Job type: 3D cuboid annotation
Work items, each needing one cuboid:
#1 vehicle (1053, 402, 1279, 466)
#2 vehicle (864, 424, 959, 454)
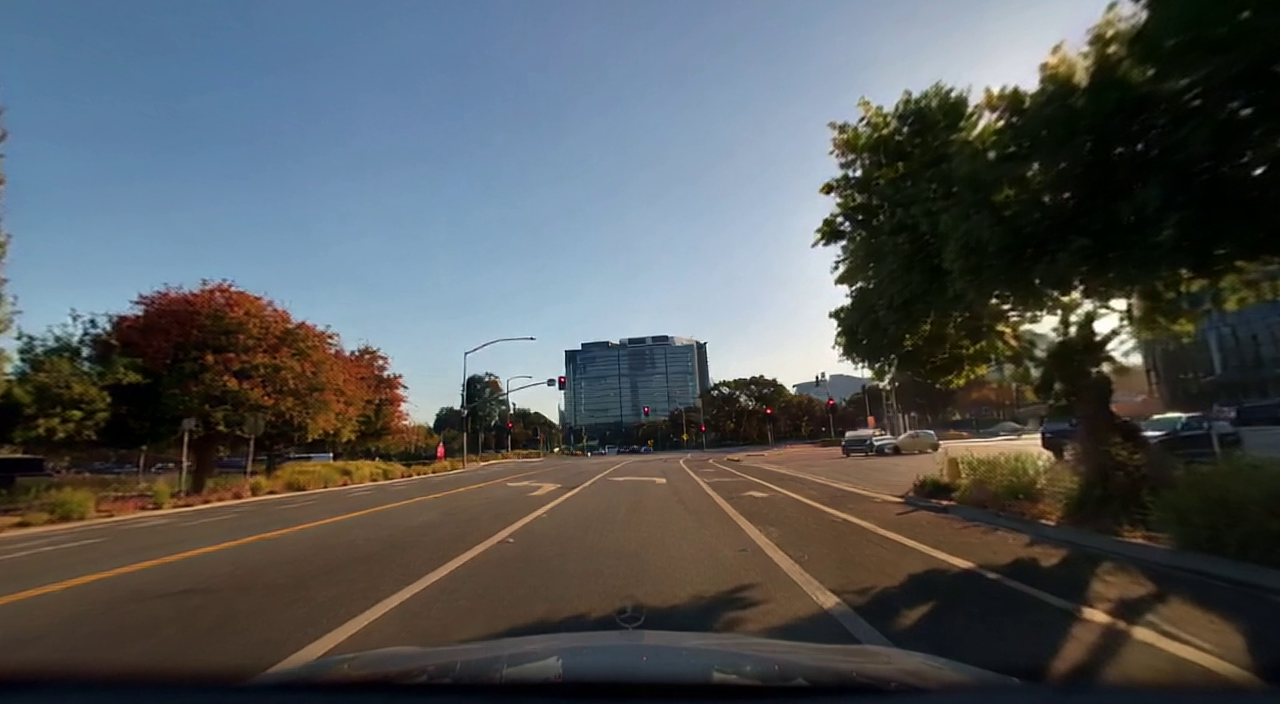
[{"bbox_3d":[13.598,2.128,16.331,4.343,1.500,2.011,0,-8,0],"label":"vehicle"},{"bbox_3d":[14.285,4.622,33.344,4.167,1.476,1.871,-1,-8,1],"label":"vehicle"}]
